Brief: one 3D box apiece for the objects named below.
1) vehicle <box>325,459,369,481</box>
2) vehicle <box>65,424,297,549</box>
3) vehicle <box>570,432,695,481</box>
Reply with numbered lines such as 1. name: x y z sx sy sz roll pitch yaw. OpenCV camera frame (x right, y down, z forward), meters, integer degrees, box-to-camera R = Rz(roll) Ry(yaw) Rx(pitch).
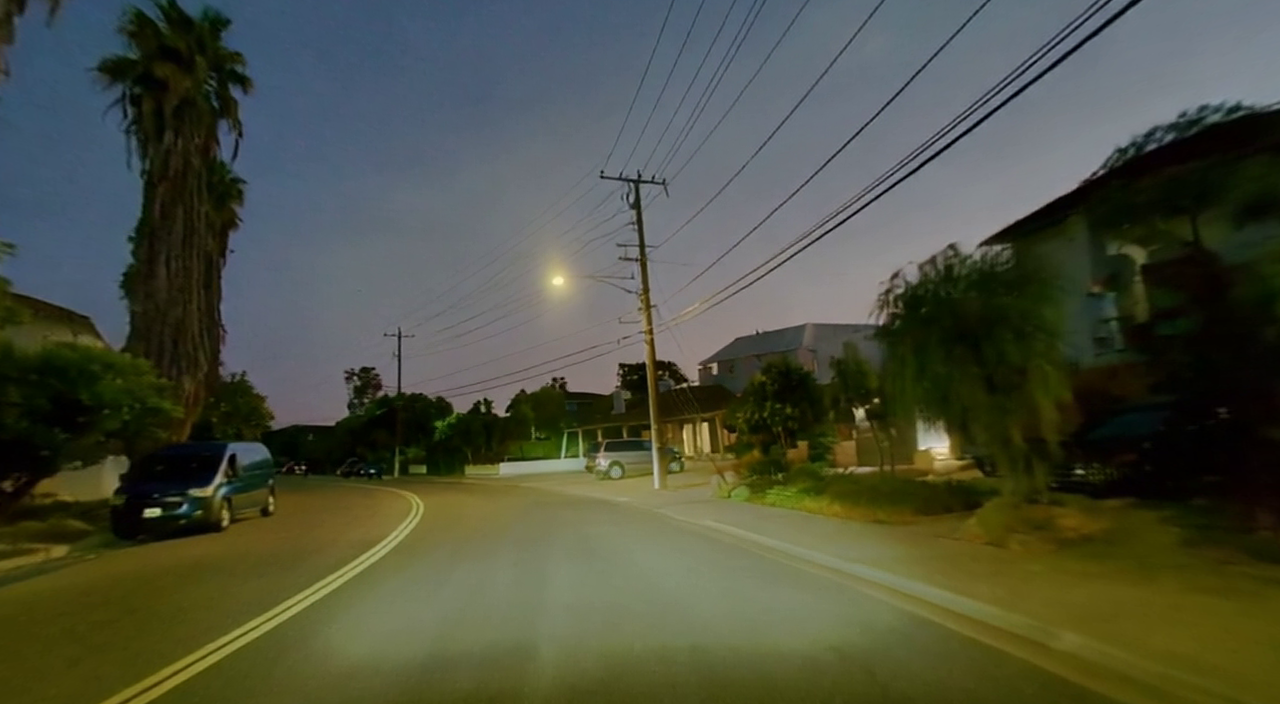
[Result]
1. vehicle: -22.642 9.064 48.743 1.870 1.490 3.802 8 -11 -42
2. vehicle: -10.129 2.995 14.788 2.552 2.134 6.076 -1 -9 -18
3. vehicle: -0.297 4.697 28.676 5.102 2.040 2.472 5 -9 -30
